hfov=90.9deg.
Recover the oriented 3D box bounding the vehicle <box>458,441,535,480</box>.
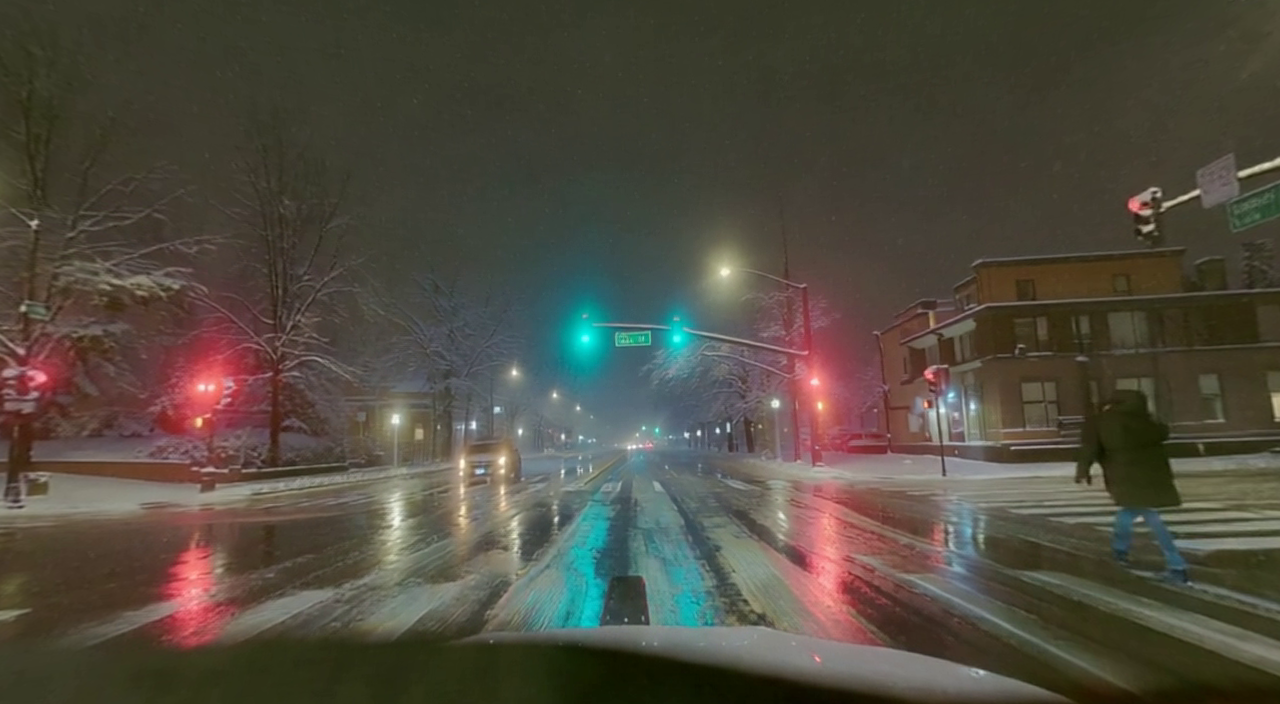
[{"bbox_3d":[-5.892,4.498,26.487,2.127,1.473,4.428,0,-8,1],"label":"vehicle"}]
